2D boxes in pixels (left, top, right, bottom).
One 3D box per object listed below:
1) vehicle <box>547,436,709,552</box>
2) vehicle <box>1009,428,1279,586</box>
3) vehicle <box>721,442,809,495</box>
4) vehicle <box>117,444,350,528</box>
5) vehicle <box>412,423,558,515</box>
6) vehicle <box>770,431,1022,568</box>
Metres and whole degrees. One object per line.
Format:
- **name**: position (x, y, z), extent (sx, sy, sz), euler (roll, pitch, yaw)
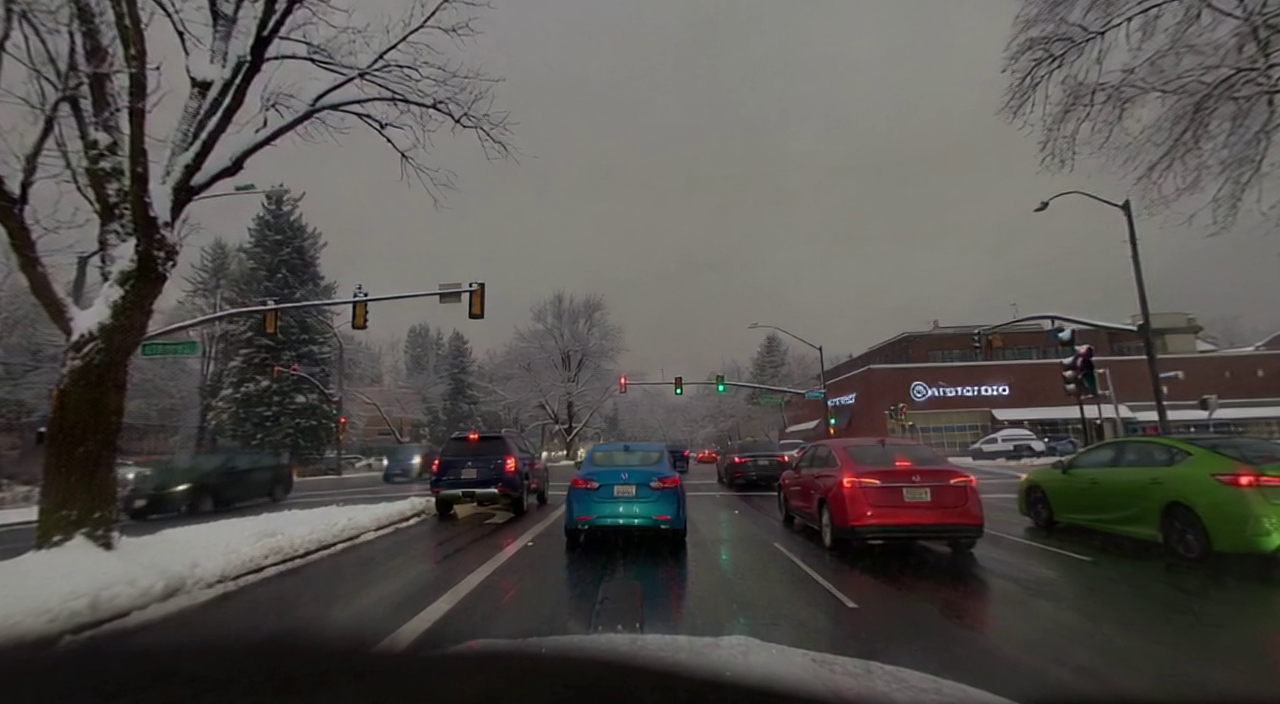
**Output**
- **vehicle**: position (-0.120, 2.118, 10.157), extent (2.098, 1.477, 3.897), euler (0, -8, 1)
- **vehicle**: position (7.207, 1.807, 8.224), extent (2.004, 1.508, 4.646), euler (0, -8, 0)
- **vehicle**: position (3.820, 3.614, 20.139), extent (1.888, 1.472, 4.528), euler (0, -8, 0)
- **vehicle**: position (-8.330, 2.738, 13.607), extent (2.045, 1.438, 4.480), euler (0, -8, 0)
- **vehicle**: position (-3.438, 2.712, 15.224), extent (2.160, 1.823, 5.115), euler (0, -8, 1)
- **vehicle**: position (3.282, 1.948, 9.177), extent (2.020, 1.513, 4.120), euler (0, -8, 2)
